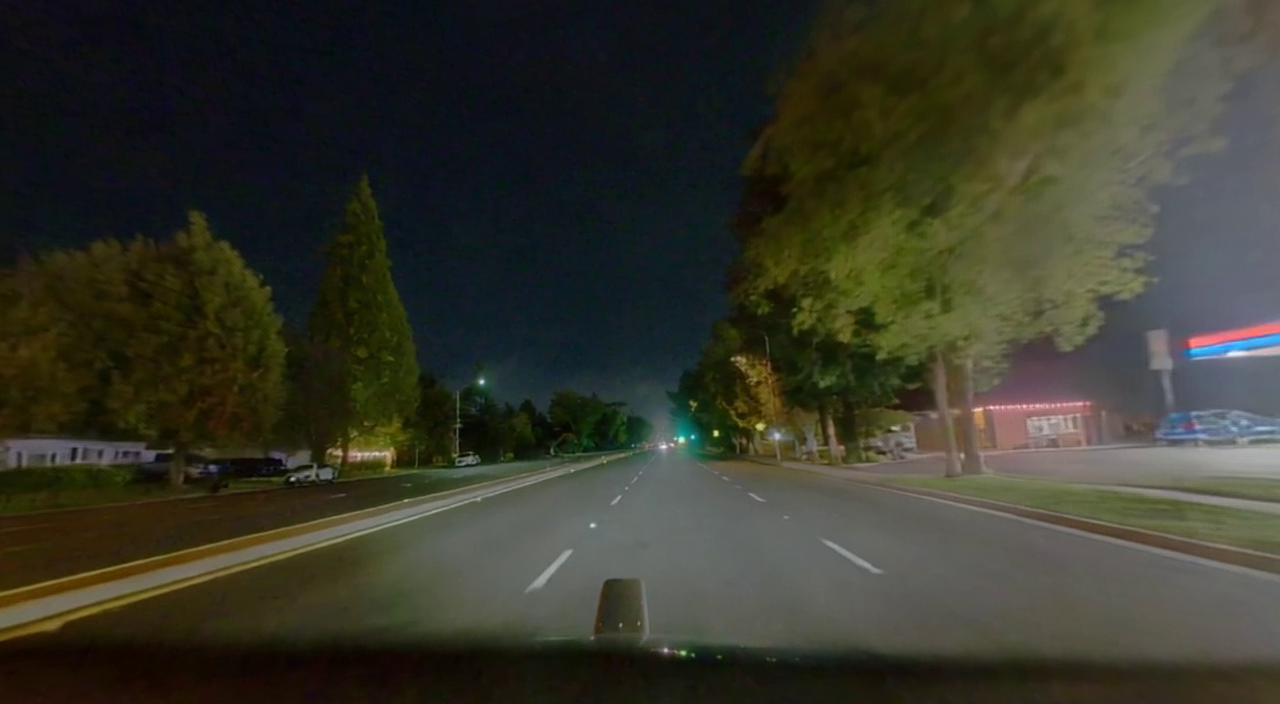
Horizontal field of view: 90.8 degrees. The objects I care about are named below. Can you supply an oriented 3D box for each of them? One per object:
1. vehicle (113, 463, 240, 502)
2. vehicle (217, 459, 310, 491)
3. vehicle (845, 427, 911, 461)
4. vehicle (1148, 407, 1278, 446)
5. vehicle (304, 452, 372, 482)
[{"bbox_3d":[-20.540,5.773,28.290,1.924,1.479,4.706,-1,-8,4],"label":"vehicle"},{"bbox_3d":[-20.234,6.626,34.231,1.787,1.471,4.709,-1,-8,5],"label":"vehicle"},{"bbox_3d":[14.059,5.479,37.700,2.108,1.877,4.807,0,-8,1],"label":"vehicle"},{"bbox_3d":[32.309,4.311,35.950,2.367,2.056,5.466,-1,-8,3],"label":"vehicle"},{"bbox_3d":[-19.971,7.608,41.994,1.988,1.785,4.802,-1,-8,2],"label":"vehicle"}]
